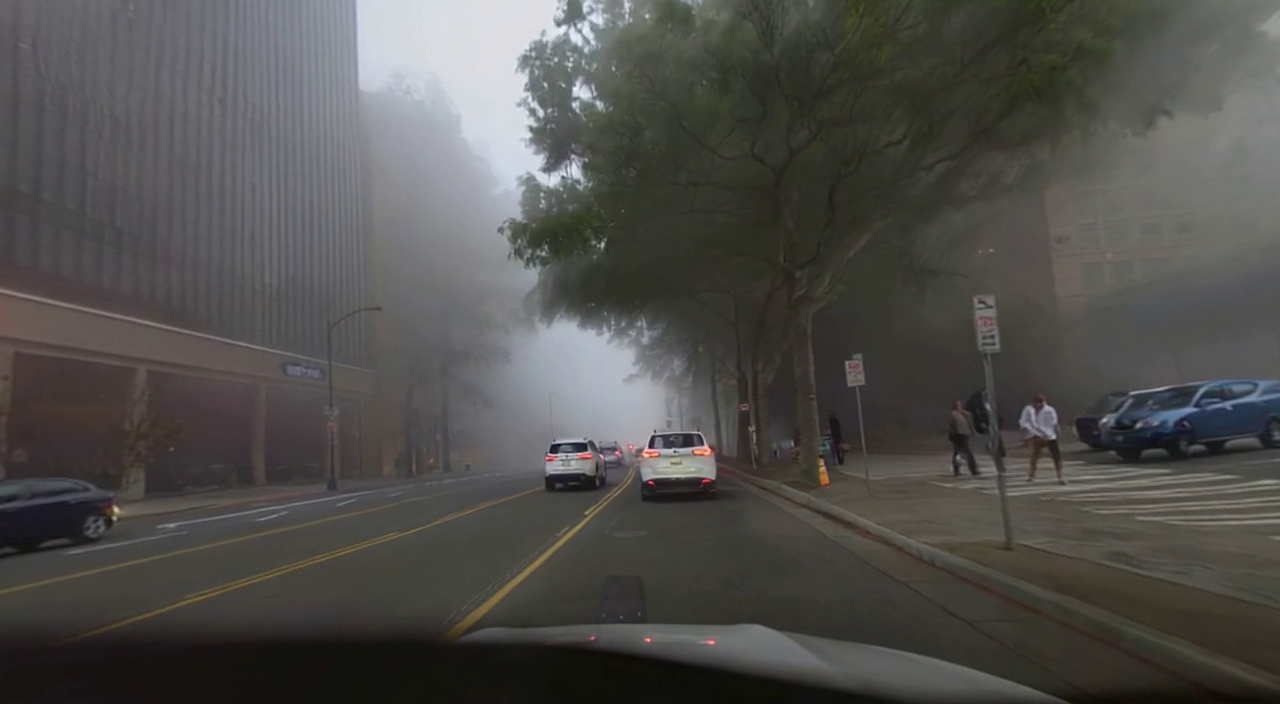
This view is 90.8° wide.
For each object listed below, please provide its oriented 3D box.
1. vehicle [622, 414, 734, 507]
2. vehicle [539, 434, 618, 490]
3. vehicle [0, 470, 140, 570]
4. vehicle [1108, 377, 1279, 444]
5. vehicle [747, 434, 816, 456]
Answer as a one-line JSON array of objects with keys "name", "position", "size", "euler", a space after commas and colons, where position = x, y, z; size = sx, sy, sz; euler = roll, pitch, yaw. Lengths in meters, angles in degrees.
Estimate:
[{"name": "vehicle", "position": [0.890, 2.658, 15.835], "size": [2.352, 1.953, 4.796], "euler": [-1, -8, 2]}, {"name": "vehicle", "position": [-1.961, 3.722, 21.596], "size": [2.023, 1.702, 4.152], "euler": [-1, -9, 4]}, {"name": "vehicle", "position": [-11.587, 2.824, 10.393], "size": [2.103, 1.514, 5.374], "euler": [-1, -9, 4]}, {"name": "vehicle", "position": [13.408, 1.358, 14.275], "size": [4.189, 1.395, 1.725], "euler": [-1, -8, 2]}, {"name": "vehicle", "position": [10.054, 6.633, 45.132], "size": [4.426, 1.490, 1.862], "euler": [-1, -8, 2]}]
